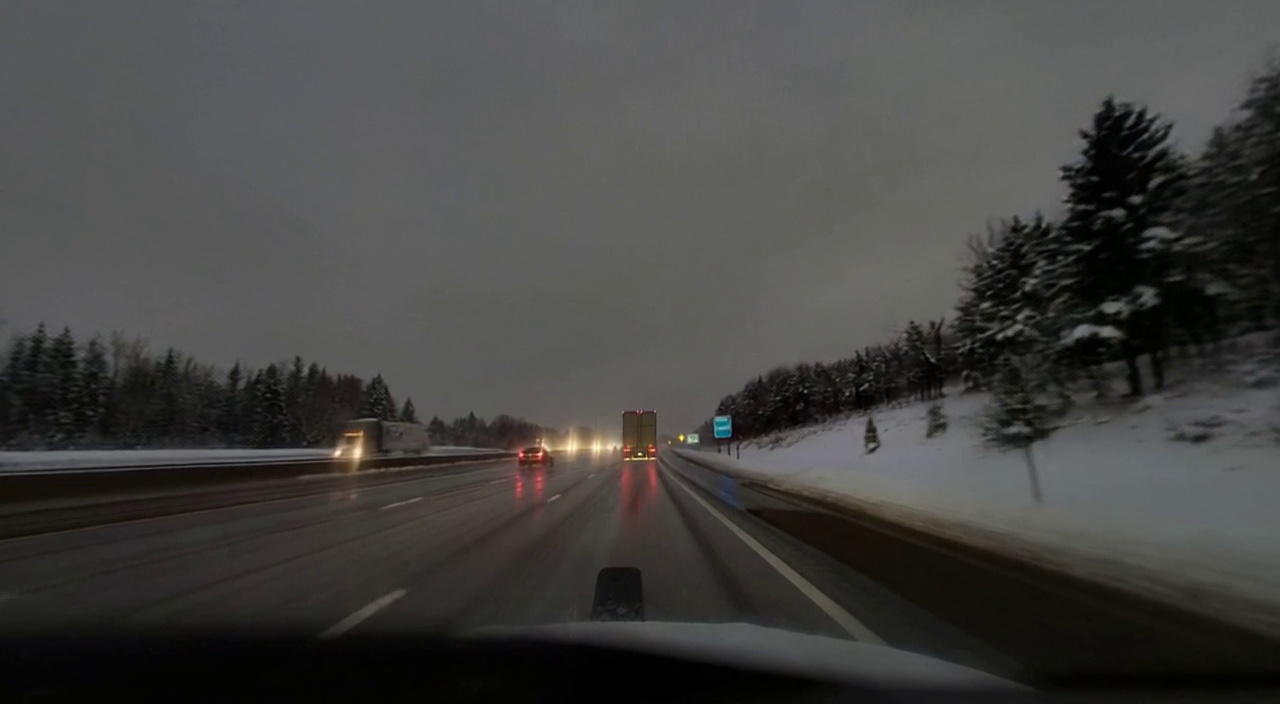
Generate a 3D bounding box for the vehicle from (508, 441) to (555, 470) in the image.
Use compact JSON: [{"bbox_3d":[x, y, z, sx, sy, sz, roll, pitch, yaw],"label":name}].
[{"bbox_3d":[-6.736,6.506,39.704,2.067,1.676,4.789,0,-9,1],"label":"vehicle"}]
